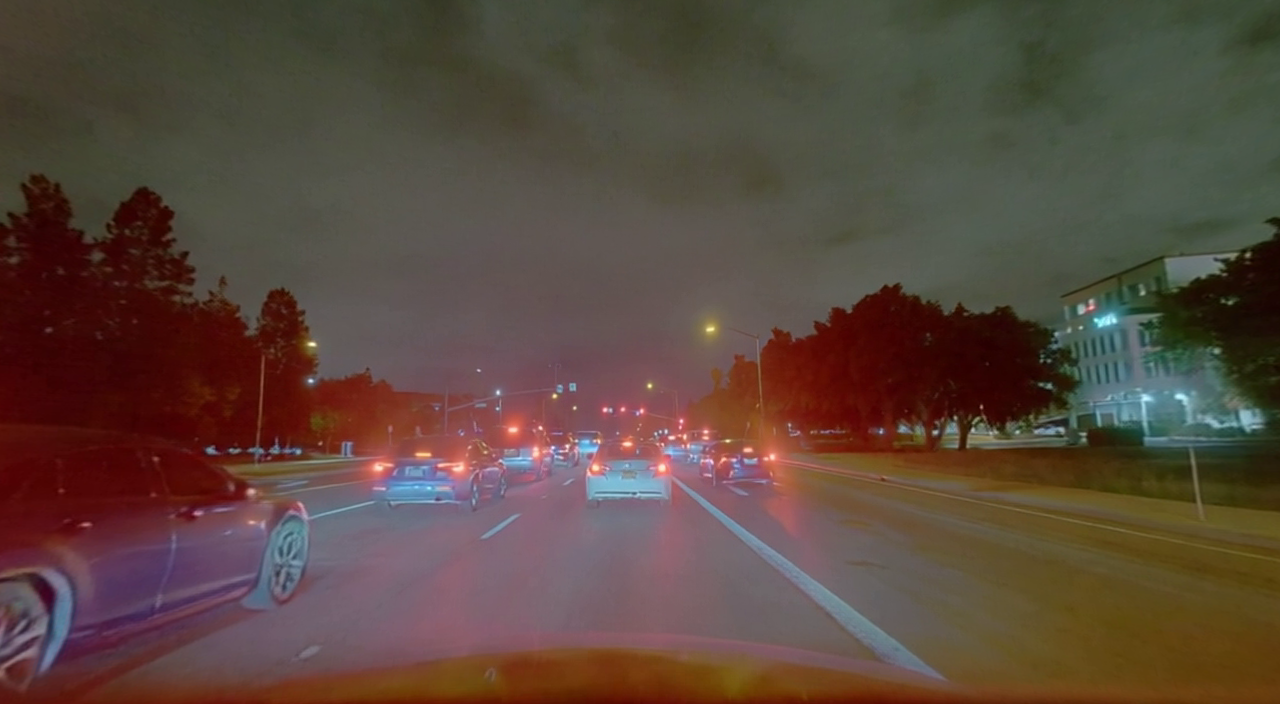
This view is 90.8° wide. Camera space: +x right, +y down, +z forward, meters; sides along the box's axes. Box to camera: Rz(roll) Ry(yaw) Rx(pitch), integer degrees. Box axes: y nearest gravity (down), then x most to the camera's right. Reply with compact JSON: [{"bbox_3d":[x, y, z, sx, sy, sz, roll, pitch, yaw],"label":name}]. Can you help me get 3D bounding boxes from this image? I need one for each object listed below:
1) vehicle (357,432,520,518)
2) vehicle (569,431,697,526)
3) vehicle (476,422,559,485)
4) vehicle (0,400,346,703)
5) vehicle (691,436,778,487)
[{"bbox_3d":[-3.865,2.429,13.005,1.985,1.467,4.224,0,-8,0],"label":"vehicle"},{"bbox_3d":[-0.158,2.290,12.027,2.007,1.467,4.059,0,-8,-1],"label":"vehicle"},{"bbox_3d":[-3.997,3.401,21.451,2.054,1.881,4.469,0,-8,-2],"label":"vehicle"},{"bbox_3d":[-3.714,1.075,3.541,2.052,1.475,4.341,0,-8,0],"label":"vehicle"},{"bbox_3d":[2.909,3.499,20.512,1.978,1.452,4.381,1,-8,-3],"label":"vehicle"}]
